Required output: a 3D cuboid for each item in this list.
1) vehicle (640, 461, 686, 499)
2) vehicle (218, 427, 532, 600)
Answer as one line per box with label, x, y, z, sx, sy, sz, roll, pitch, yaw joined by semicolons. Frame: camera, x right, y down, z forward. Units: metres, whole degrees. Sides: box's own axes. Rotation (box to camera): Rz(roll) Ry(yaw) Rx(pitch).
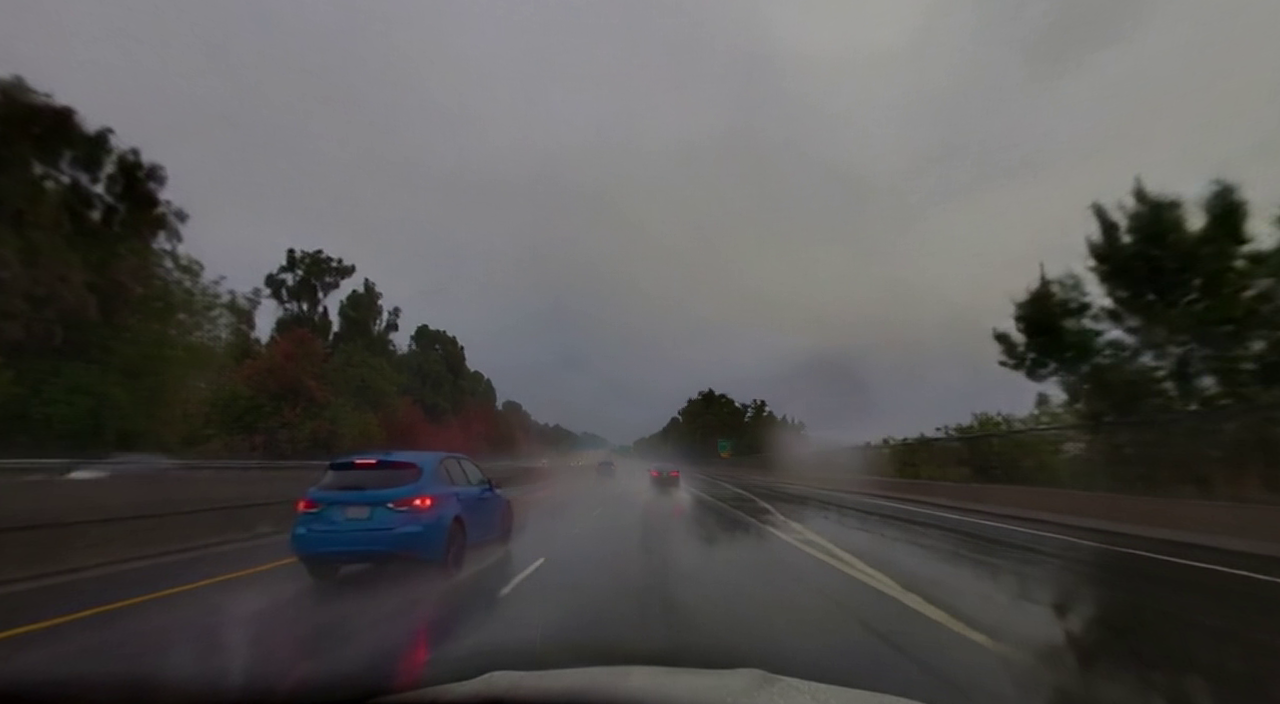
vehicle;0.993;5.792;28.688;1.905;1.559;3.491;1;-11;-1
vehicle;-3.050;2.040;8.691;2.176;1.678;4.724;0;-11;1
